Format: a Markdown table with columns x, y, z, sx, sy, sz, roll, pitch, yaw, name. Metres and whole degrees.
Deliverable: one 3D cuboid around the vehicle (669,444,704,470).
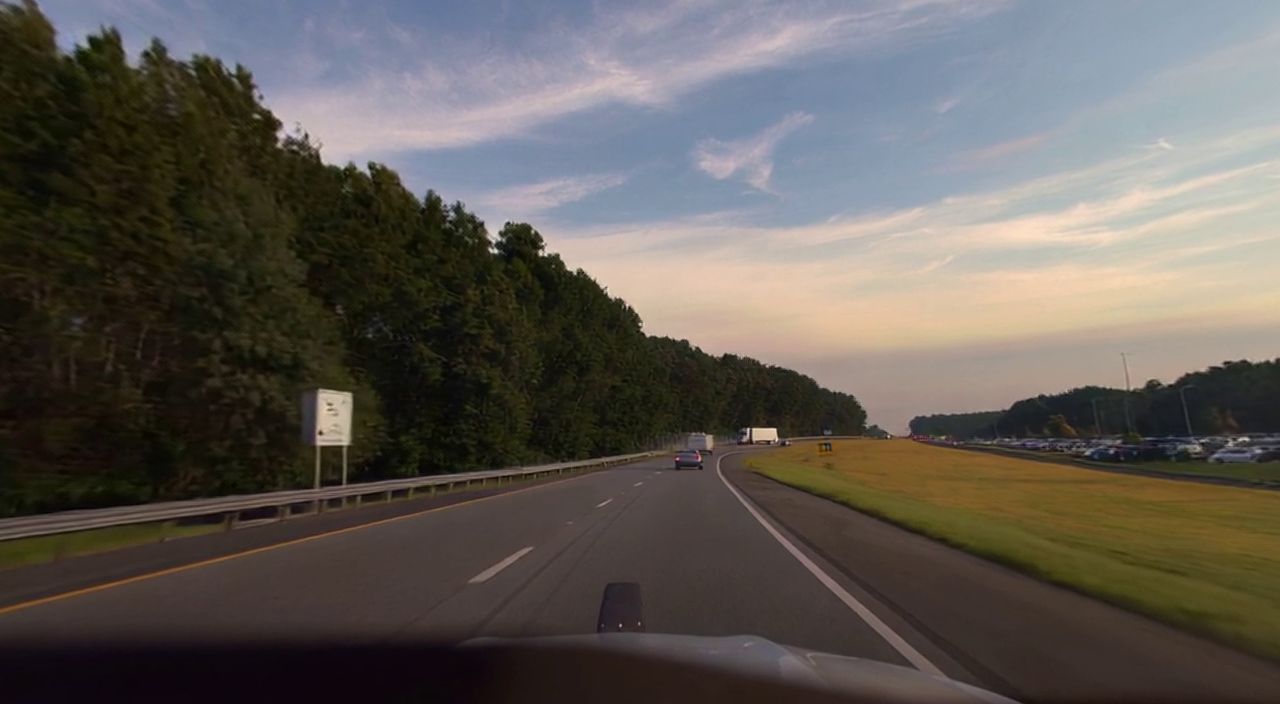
| x | y | z | sx | sy | sz | roll | pitch | yaw | name |
| --- | --- | --- | --- | --- | --- | --- | --- | --- | --- |
| 3.241 | 7.233 | 43.379 | 2.221 | 1.674 | 4.325 | -1 | -9 | 6 | vehicle |
